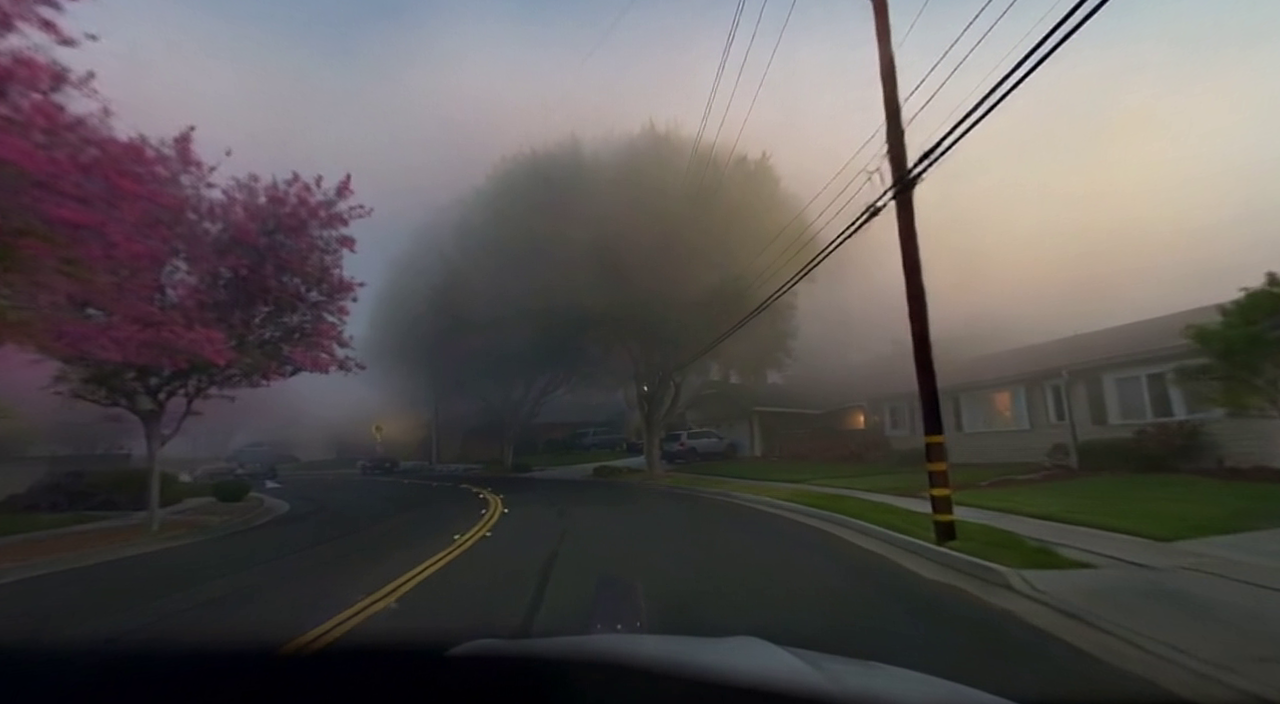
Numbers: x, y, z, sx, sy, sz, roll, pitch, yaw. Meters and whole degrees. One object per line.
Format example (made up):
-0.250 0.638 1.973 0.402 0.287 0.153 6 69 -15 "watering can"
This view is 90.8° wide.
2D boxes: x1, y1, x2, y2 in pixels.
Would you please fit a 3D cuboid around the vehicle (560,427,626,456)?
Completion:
-3.076 6.017 42.249 2.043 1.819 4.476 -6 -10 33 "vehicle"

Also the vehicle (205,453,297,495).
-17.134 5.296 27.773 3.897 1.493 1.942 -4 -7 34 "vehicle"

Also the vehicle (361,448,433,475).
-14.524 6.492 37.754 4.019 1.484 1.978 -6 -10 33 "vehicle"

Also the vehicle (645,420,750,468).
2.738 4.325 29.862 4.459 1.738 1.930 -2 -7 -28 "vehicle"
